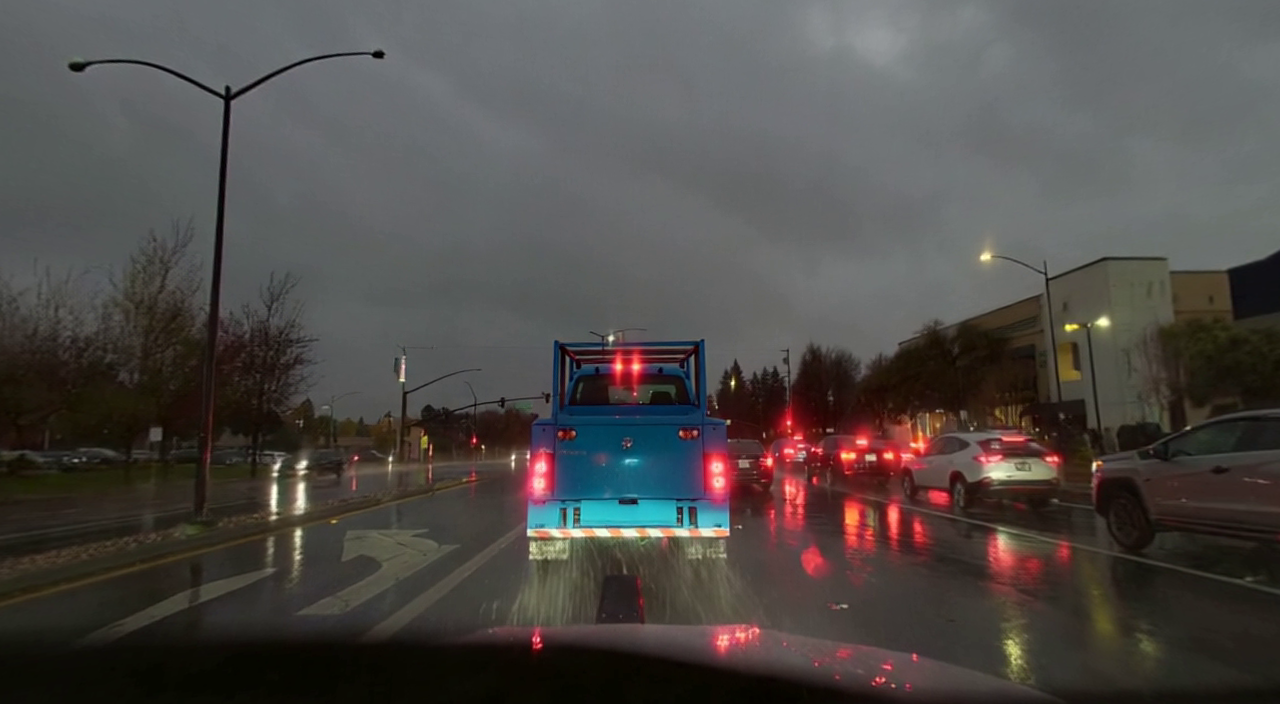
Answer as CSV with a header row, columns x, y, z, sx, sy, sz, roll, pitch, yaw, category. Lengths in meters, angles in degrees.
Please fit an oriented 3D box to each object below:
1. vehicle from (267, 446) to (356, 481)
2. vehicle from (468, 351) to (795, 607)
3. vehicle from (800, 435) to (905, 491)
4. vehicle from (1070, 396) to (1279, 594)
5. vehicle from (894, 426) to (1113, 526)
x,y,z,sx,sy,sz,roll,pitch,yaw,category
-19.486,6.592,37.874,2.205,1.916,5.771,0,-9,0,vehicle
-0.117,1.463,8.161,2.682,2.117,5.706,0,-9,-1,vehicle
7.071,3.736,21.603,1.953,1.665,4.327,0,-9,-2,vehicle
6.818,1.362,6.164,2.023,1.771,4.488,0,-9,0,vehicle
7.070,2.438,12.968,1.931,1.692,4.267,0,-9,0,vehicle
